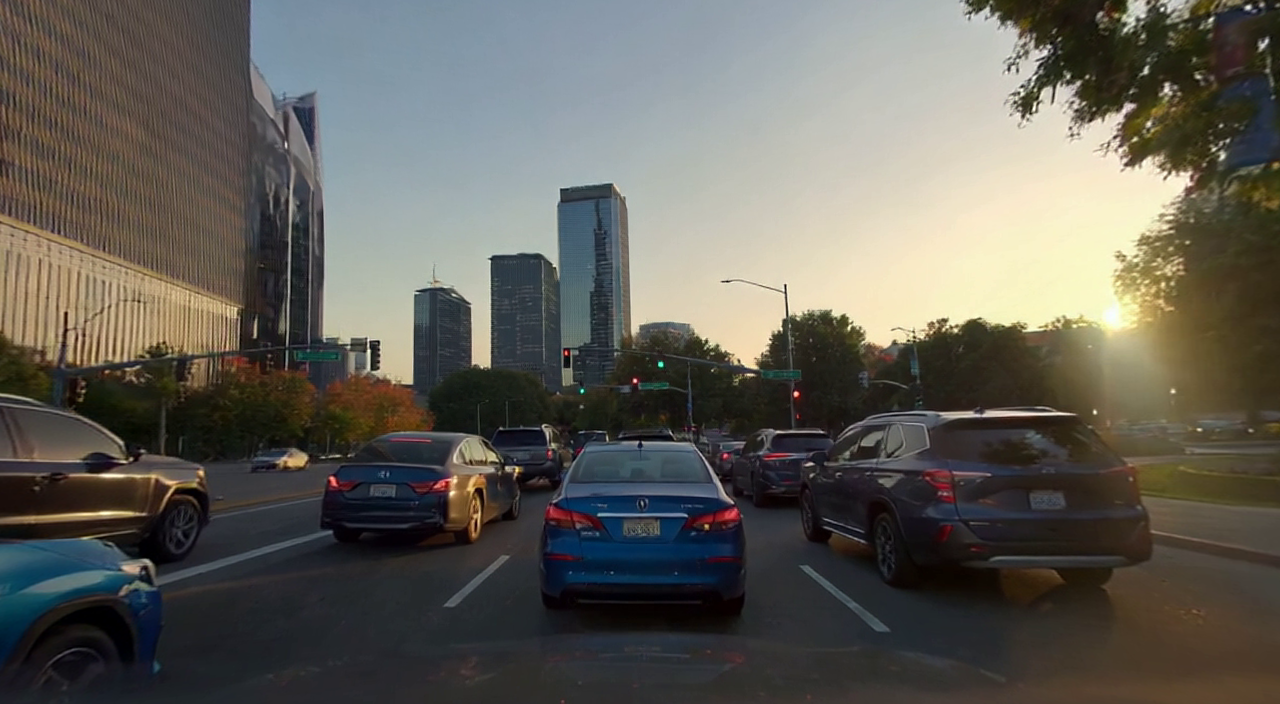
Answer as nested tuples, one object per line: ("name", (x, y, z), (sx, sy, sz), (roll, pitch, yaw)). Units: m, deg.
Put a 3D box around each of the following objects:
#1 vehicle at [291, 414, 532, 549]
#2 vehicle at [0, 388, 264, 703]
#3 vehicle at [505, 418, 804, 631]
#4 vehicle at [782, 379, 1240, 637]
("vehicle", (-3.345, 2.016, 10.463), (2.168, 1.719, 4.561), (-1, -8, 2))
("vehicle", (-3.378, 0.770, 1.401), (2.144, 1.505, 4.635), (-1, -8, 1))
("vehicle", (0.091, 1.536, 6.587), (2.147, 1.507, 3.953), (0, -8, 0))
("vehicle", (3.095, 1.404, 6.650), (2.108, 1.785, 4.334), (0, -8, -1))
